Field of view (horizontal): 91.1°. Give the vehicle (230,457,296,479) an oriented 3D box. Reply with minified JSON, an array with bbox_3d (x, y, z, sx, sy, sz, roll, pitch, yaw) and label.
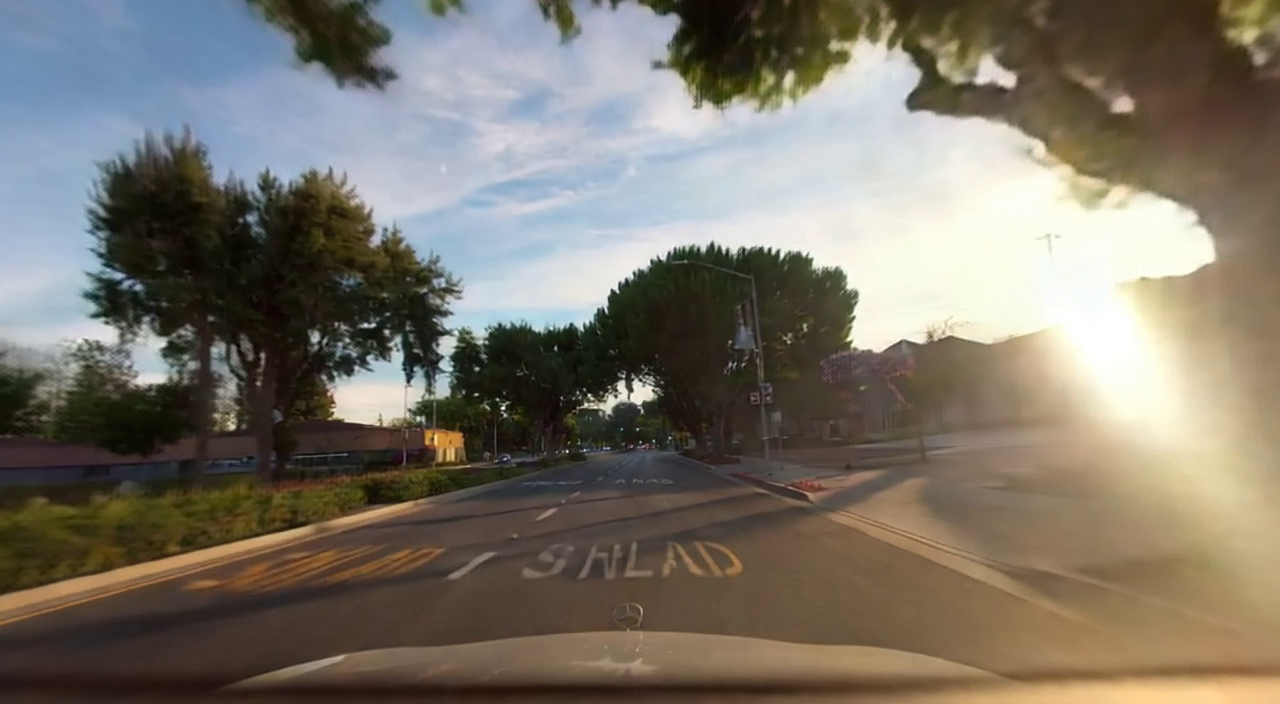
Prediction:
[{"bbox_3d":[-28.332,8.697,47.239,3.664,1.564,2.023,0,-9,1],"label":"vehicle"}]

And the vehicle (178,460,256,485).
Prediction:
[{"bbox_3d":[-27.720,7.876,41.209,3.797,1.527,1.830,0,-9,0],"label":"vehicle"}]
